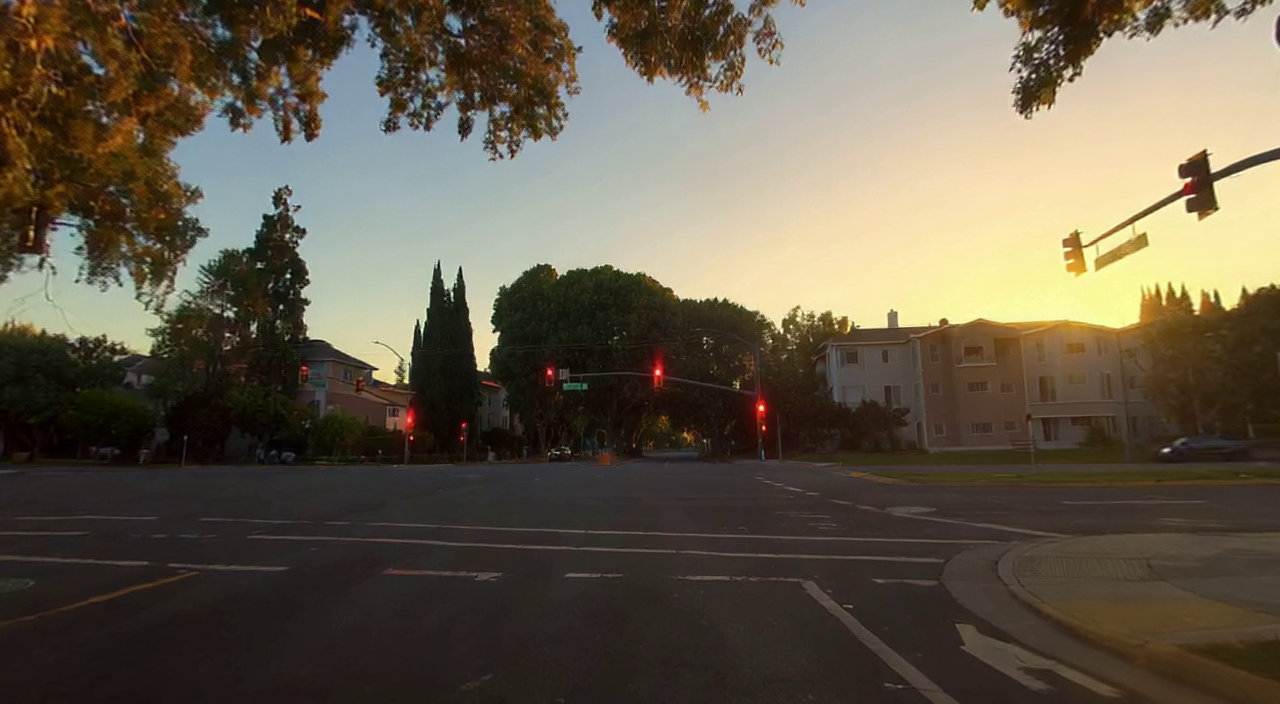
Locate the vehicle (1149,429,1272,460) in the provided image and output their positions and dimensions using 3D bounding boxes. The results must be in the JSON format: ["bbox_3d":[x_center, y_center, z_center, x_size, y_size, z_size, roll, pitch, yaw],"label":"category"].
[{"bbox_3d":[27.832,4.541,30.908,3.952,1.468,1.768,-3,-9,21],"label":"vehicle"}]
